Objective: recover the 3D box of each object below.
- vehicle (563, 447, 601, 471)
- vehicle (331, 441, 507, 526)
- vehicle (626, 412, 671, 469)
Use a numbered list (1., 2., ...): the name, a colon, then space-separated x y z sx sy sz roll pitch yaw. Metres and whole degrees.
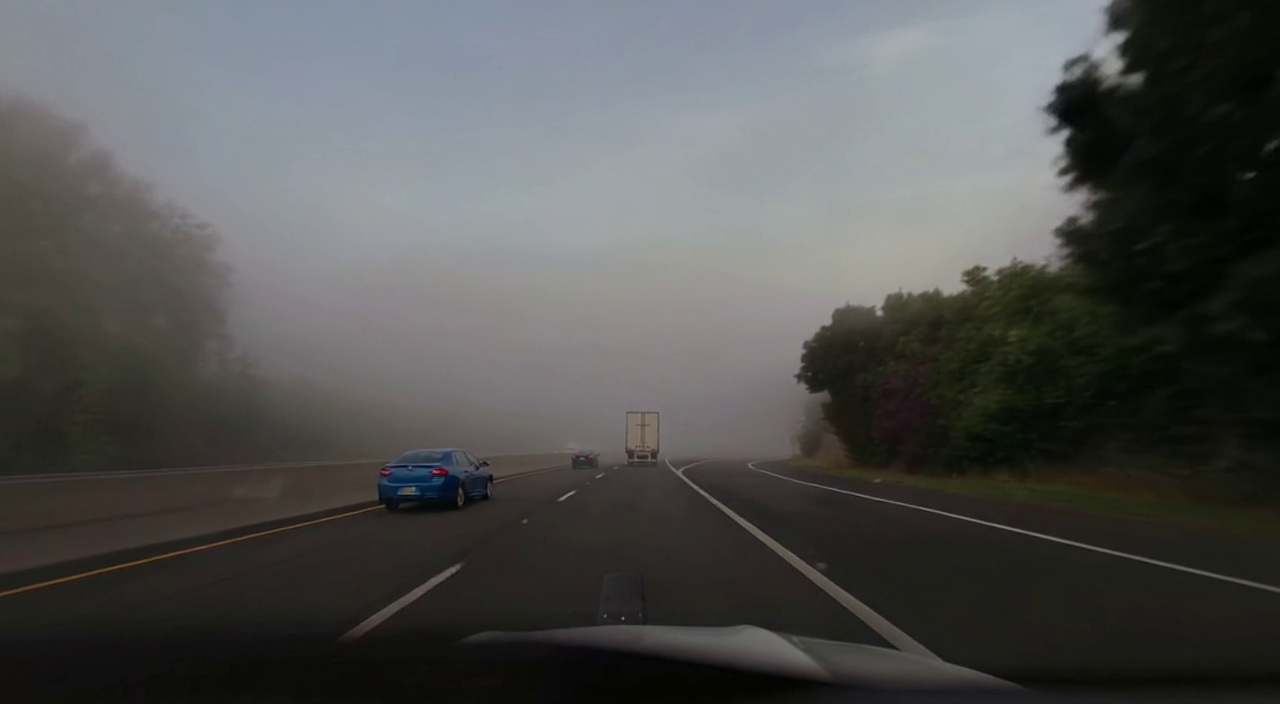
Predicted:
1. vehicle: -3.677 6.920 40.903 1.981 1.435 4.199 0 -9 1
2. vehicle: -4.301 2.618 13.169 2.010 1.461 4.391 0 -9 1
3. vehicle: 0.601 6.430 45.327 2.893 3.628 9.081 0 -9 1
